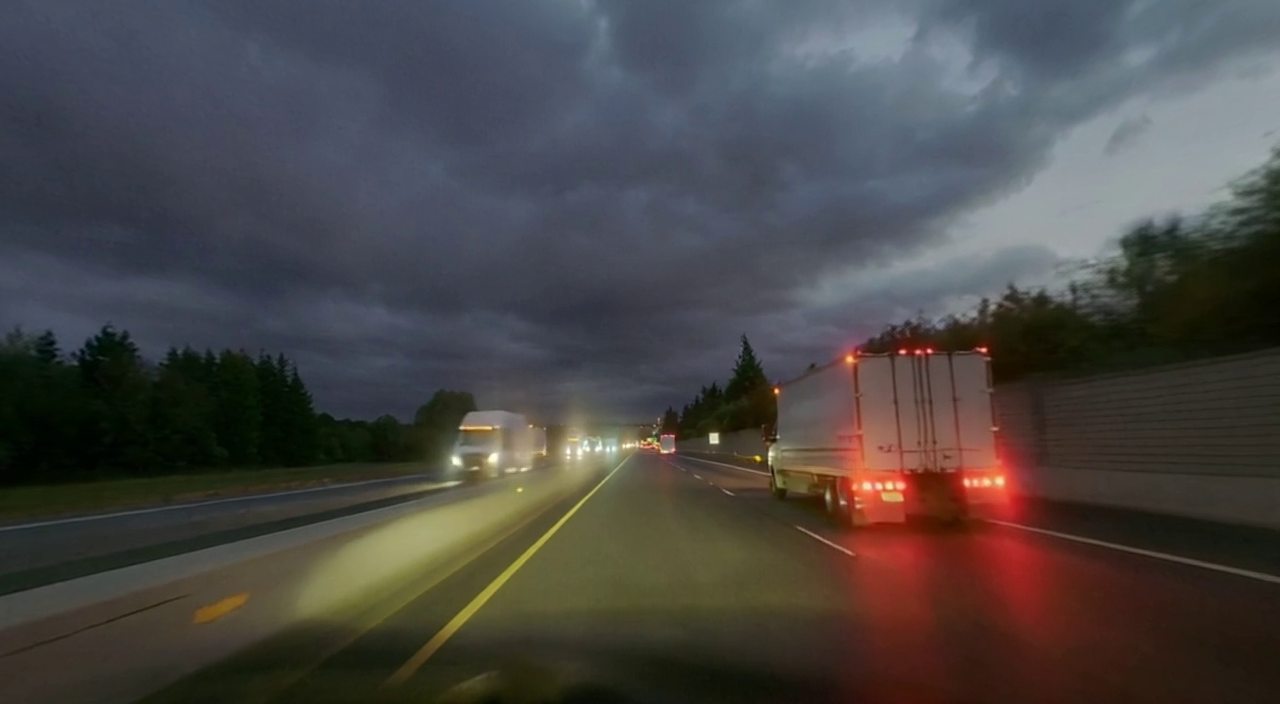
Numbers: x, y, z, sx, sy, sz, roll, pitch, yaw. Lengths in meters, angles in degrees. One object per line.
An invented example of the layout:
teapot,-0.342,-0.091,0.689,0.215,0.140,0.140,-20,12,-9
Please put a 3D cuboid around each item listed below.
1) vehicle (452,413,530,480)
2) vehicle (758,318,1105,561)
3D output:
vehicle,-8.593,5.605,37.277,2.965,3.546,7.119,-1,-9,-1
vehicle,3.994,1.497,10.704,2.449,2.805,6.763,0,-9,-2
